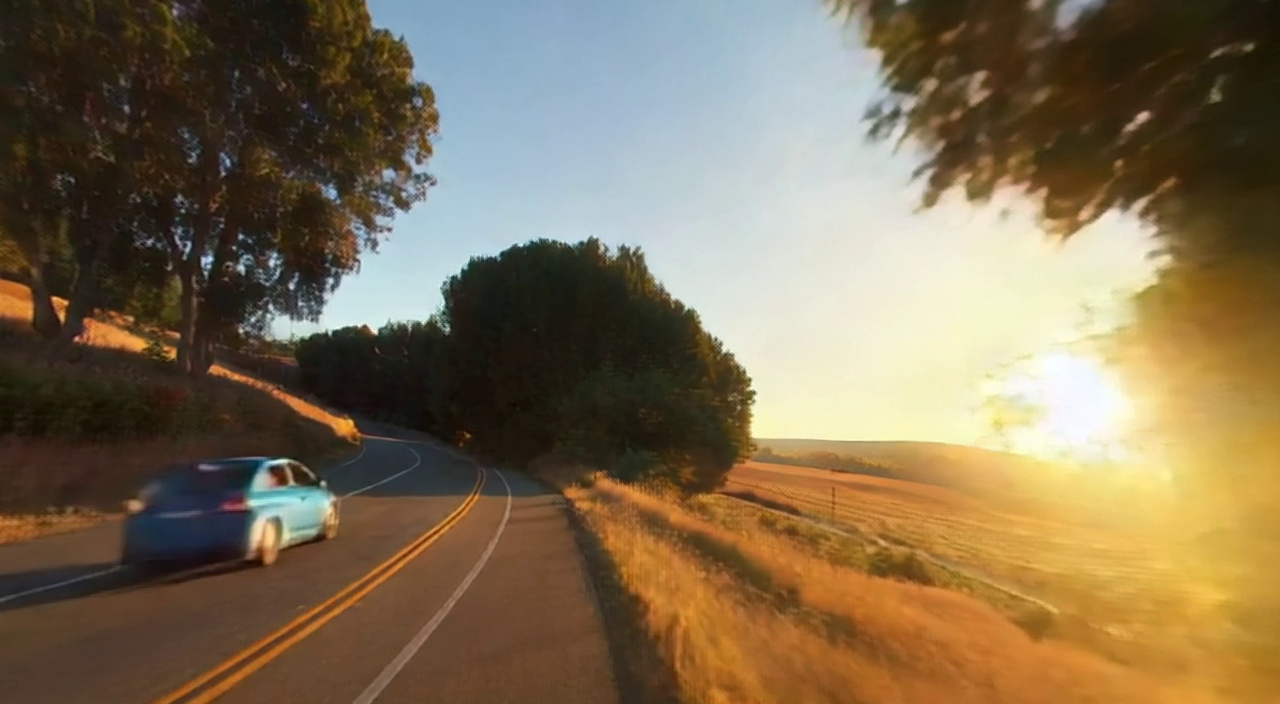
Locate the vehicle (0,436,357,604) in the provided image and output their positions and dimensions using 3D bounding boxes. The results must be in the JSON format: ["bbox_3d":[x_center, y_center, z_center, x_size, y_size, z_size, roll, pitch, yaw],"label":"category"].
[{"bbox_3d":[-5.419,1.855,7.955,2.042,1.483,4.288,0,-9,-5],"label":"vehicle"}]
